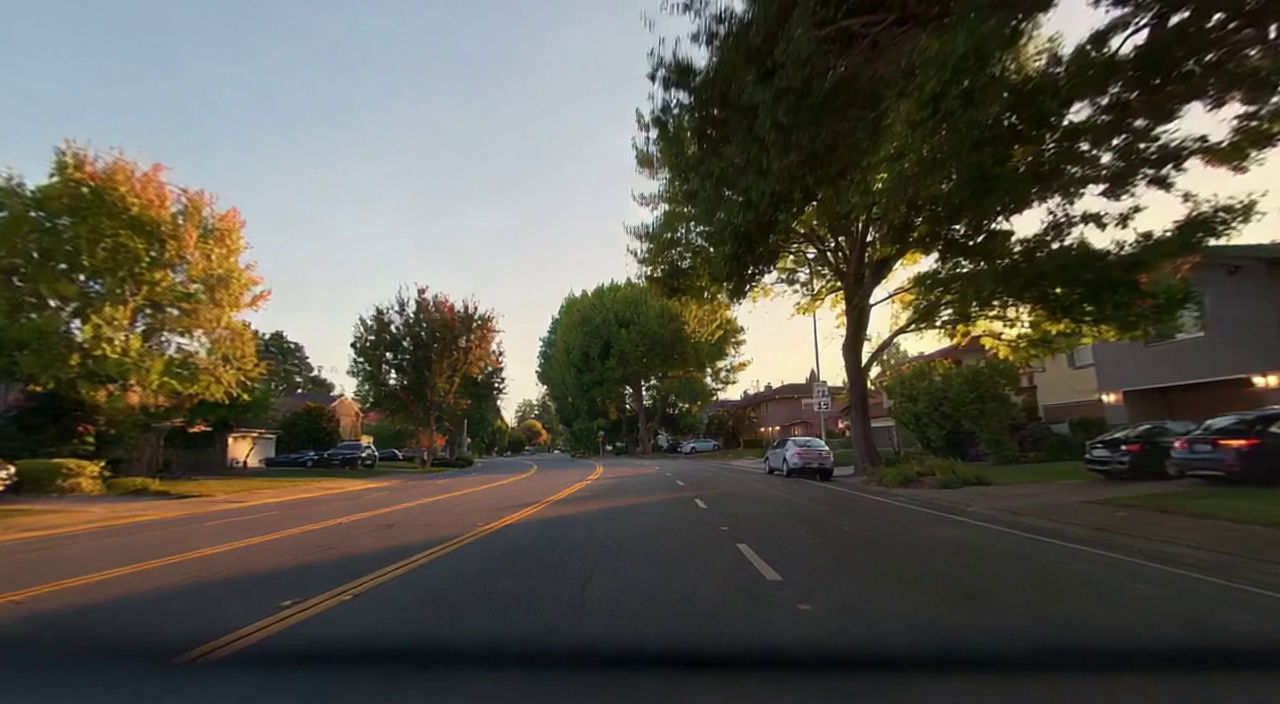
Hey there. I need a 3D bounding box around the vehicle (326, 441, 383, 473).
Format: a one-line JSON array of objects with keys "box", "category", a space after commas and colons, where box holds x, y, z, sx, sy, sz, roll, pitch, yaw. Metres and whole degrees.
[{"box": [-18.763, 6.910, 41.683, 2.077, 1.948, 4.705, 1, -9, -8], "category": "vehicle"}]

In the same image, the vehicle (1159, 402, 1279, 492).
[{"box": [14.282, 1.871, 13.323, 4.543, 1.691, 2.028, -5, -9, 4], "category": "vehicle"}]

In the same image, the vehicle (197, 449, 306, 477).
[{"box": [-21.306, 6.108, 34.678, 4.654, 1.442, 2.155, -1, -8, 7], "category": "vehicle"}]

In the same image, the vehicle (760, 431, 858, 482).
[{"box": [6.751, 4.226, 25.838, 2.315, 1.869, 4.678, 1, -9, -6], "category": "vehicle"}]
